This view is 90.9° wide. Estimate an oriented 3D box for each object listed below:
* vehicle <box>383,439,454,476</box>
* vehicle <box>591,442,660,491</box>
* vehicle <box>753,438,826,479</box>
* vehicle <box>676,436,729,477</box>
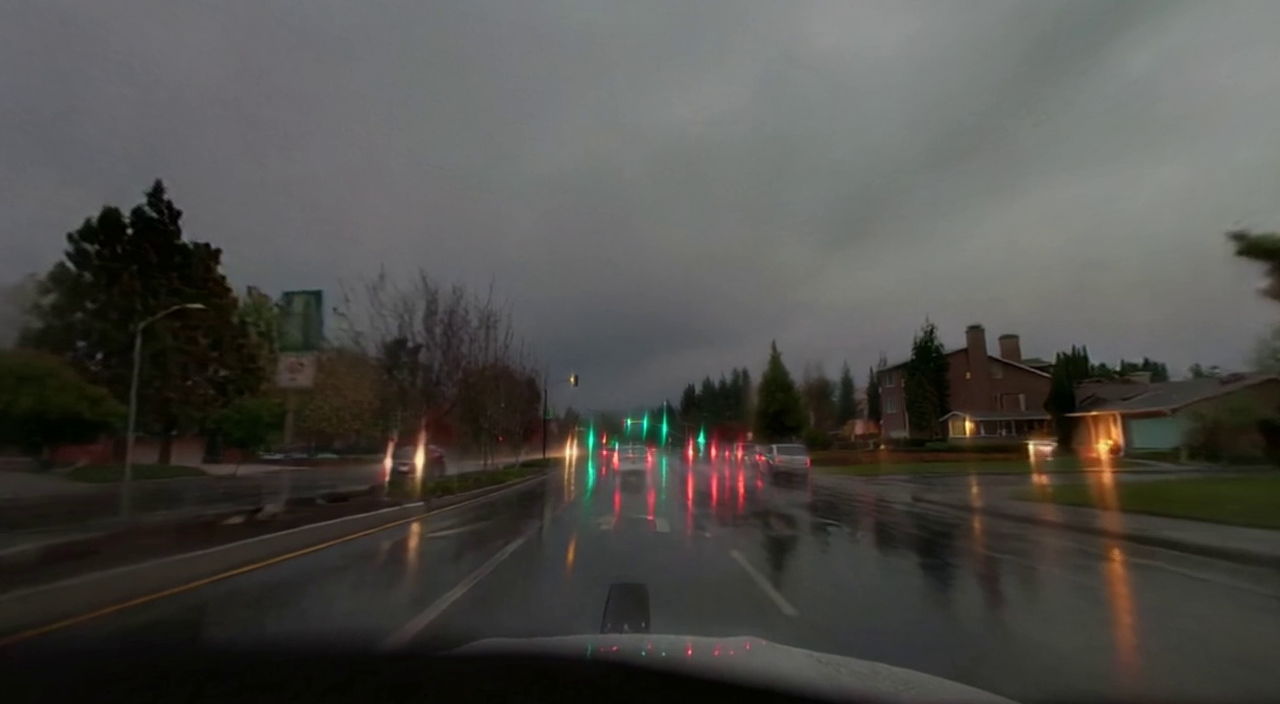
[{"bbox_3d":[-11.825,5.652,34.036,2.097,1.826,4.812,0,-8,-1],"label":"vehicle"},{"bbox_3d":[-0.487,3.850,21.563,2.140,1.474,4.026,0,-8,-1],"label":"vehicle"},{"bbox_3d":[7.256,5.289,31.272,2.184,1.786,5.497,2,-10,-1],"label":"vehicle"},{"bbox_3d":[2.968,5.078,30.916,2.073,1.822,4.276,0,-8,-1],"label":"vehicle"}]
